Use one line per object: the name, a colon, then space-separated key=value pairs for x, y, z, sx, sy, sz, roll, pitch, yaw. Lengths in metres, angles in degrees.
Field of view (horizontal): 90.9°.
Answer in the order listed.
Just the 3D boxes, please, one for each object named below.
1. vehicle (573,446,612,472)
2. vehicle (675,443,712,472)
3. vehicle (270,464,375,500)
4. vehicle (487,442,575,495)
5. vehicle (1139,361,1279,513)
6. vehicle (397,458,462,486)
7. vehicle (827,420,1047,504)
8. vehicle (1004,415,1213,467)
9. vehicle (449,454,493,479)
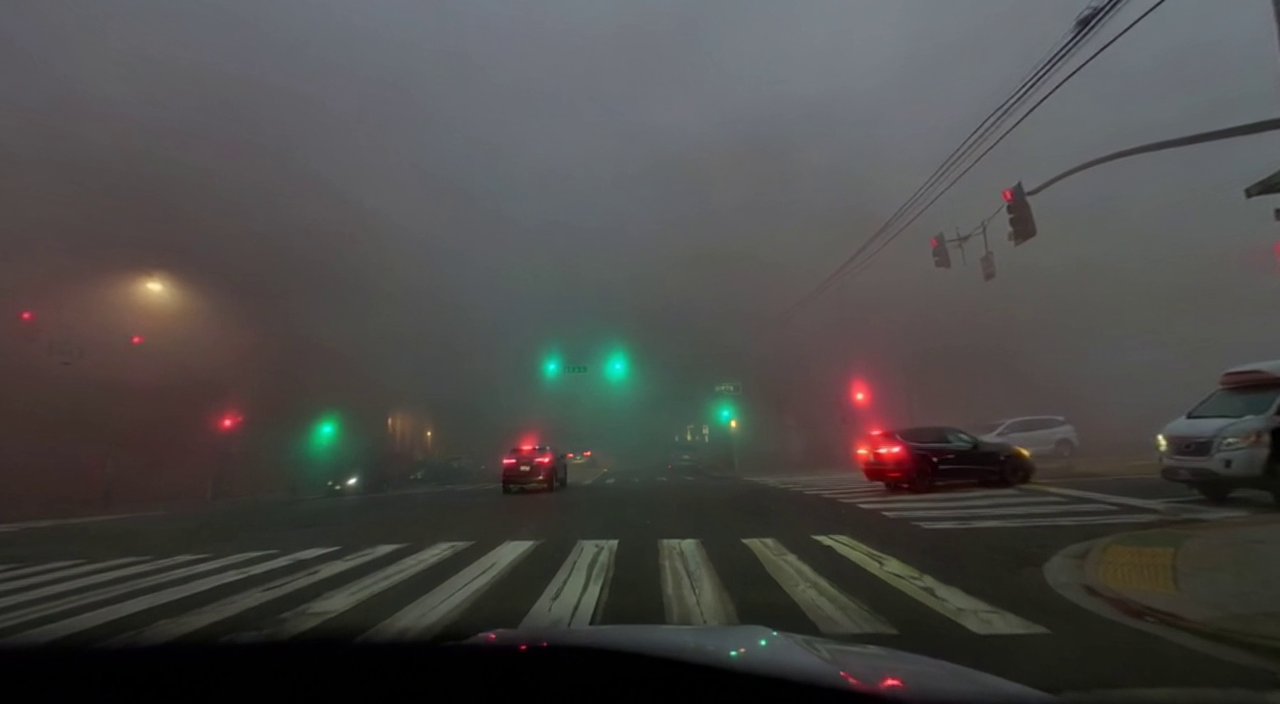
vehicle: x=-2.858 y=6.590 z=38.984 sx=1.916 sy=1.487 sz=4.535 roll=0 pitch=-8 yaw=2
vehicle: x=3.395 y=6.826 z=40.970 sx=1.924 sy=1.765 sz=3.954 roll=0 pitch=-8 yaw=-2
vehicle: x=-15.222 y=6.239 z=30.552 sx=1.999 sy=1.466 sz=4.535 roll=-2 pitch=-9 yaw=14
vehicle: x=-3.298 y=3.593 z=19.834 sx=1.973 sy=1.496 sz=3.713 roll=0 pitch=-8 yaw=2
vehicle: x=11.968 y=1.380 z=10.321 sx=5.523 sy=2.219 sz=2.251 roll=0 pitch=-8 yaw=1
vehicle: x=-12.309 y=7.042 z=37.131 sx=1.934 sy=1.434 sz=4.636 roll=-1 pitch=-8 yaw=4
vehicle: x=6.348 y=2.264 z=13.351 sx=4.540 sy=1.480 sz=2.153 roll=6 pitch=-10 yaw=-35
vehicle: x=14.093 y=2.711 z=19.187 sx=4.801 sy=1.497 sz=1.895 roll=0 pitch=-8 yaw=0
vehicle: x=-11.980 y=8.095 z=44.919 sx=1.933 sy=1.628 sz=3.973 roll=0 pitch=-8 yaw=2
